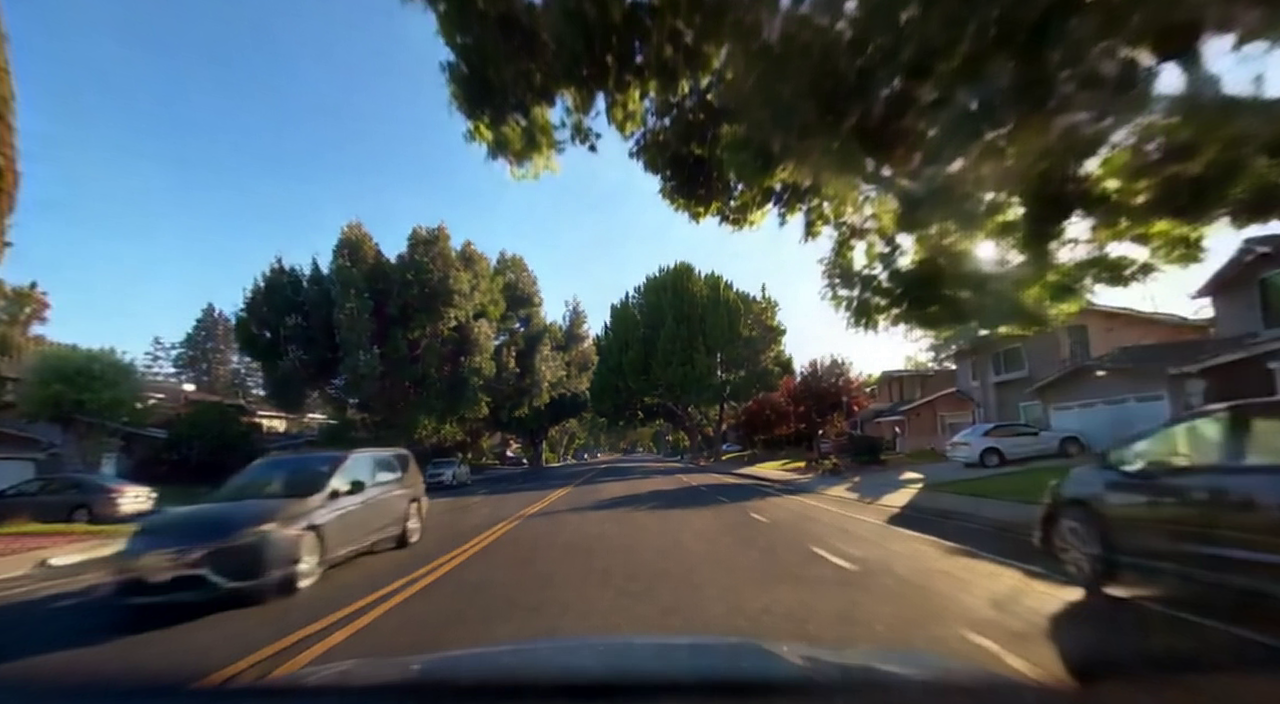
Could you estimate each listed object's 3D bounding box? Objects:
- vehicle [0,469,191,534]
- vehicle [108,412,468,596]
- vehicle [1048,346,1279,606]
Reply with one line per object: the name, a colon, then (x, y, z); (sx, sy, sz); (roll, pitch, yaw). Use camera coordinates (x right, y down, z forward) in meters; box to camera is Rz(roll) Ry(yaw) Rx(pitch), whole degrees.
vehicle: (-15.090, 3.993, 17.089); (4.353, 1.467, 1.931); (-1, -8, -3)
vehicle: (-4.271, 1.925, 9.039); (2.151, 1.830, 5.172); (0, -9, 0)
vehicle: (6.129, 0.962, 4.871); (2.205, 2.020, 5.634); (0, -9, 1)
